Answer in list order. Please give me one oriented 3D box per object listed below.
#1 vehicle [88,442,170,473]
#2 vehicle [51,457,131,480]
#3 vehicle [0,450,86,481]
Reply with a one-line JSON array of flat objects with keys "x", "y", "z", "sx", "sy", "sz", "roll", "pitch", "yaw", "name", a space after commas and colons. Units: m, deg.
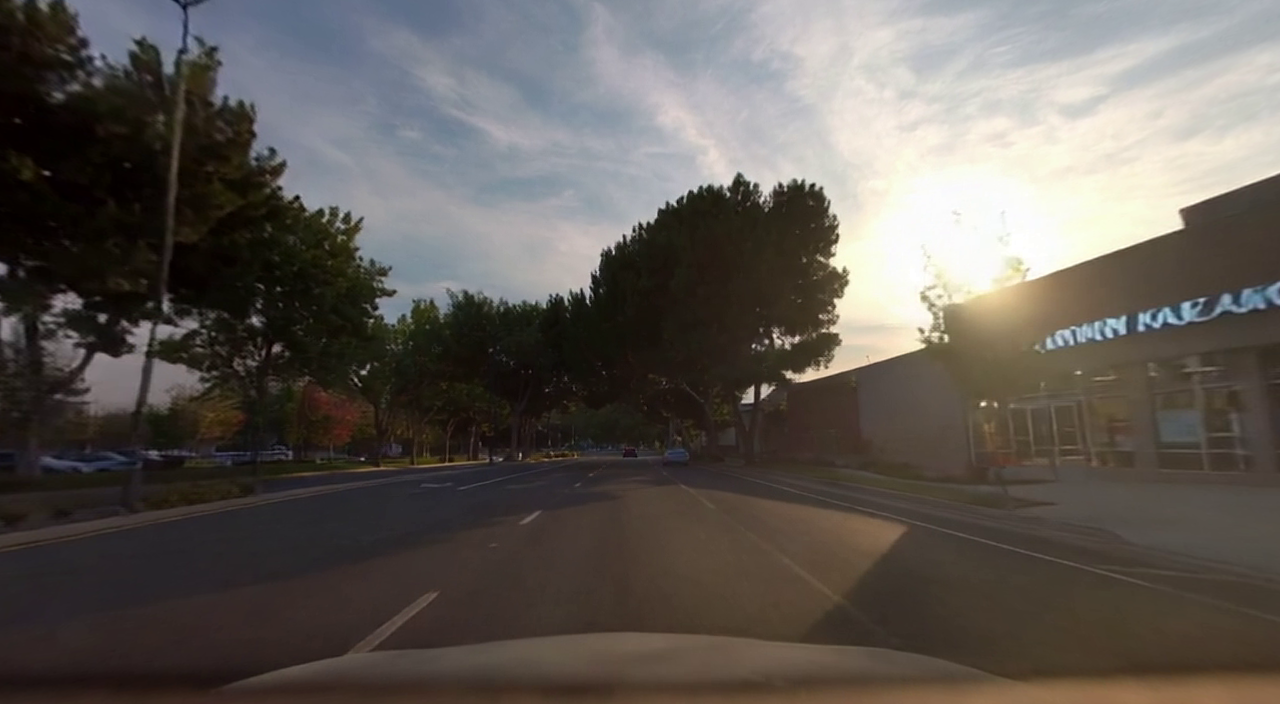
[{"x": -33.230, "y": 6.852, "z": 40.996, "sx": 3.825, "sy": 1.489, "sz": 1.778, "roll": -7, "pitch": -7, "yaw": -2, "name": "vehicle"}, {"x": -33.576, "y": 7.124, "z": 38.545, "sx": 3.332, "sy": 1.339, "sz": 1.610, "roll": 0, "pitch": -8, "yaw": -2, "name": "vehicle"}, {"x": -32.783, "y": 5.986, "z": 33.294, "sx": 4.736, "sy": 1.573, "sz": 2.176, "roll": 0, "pitch": -8, "yaw": -2, "name": "vehicle"}]
